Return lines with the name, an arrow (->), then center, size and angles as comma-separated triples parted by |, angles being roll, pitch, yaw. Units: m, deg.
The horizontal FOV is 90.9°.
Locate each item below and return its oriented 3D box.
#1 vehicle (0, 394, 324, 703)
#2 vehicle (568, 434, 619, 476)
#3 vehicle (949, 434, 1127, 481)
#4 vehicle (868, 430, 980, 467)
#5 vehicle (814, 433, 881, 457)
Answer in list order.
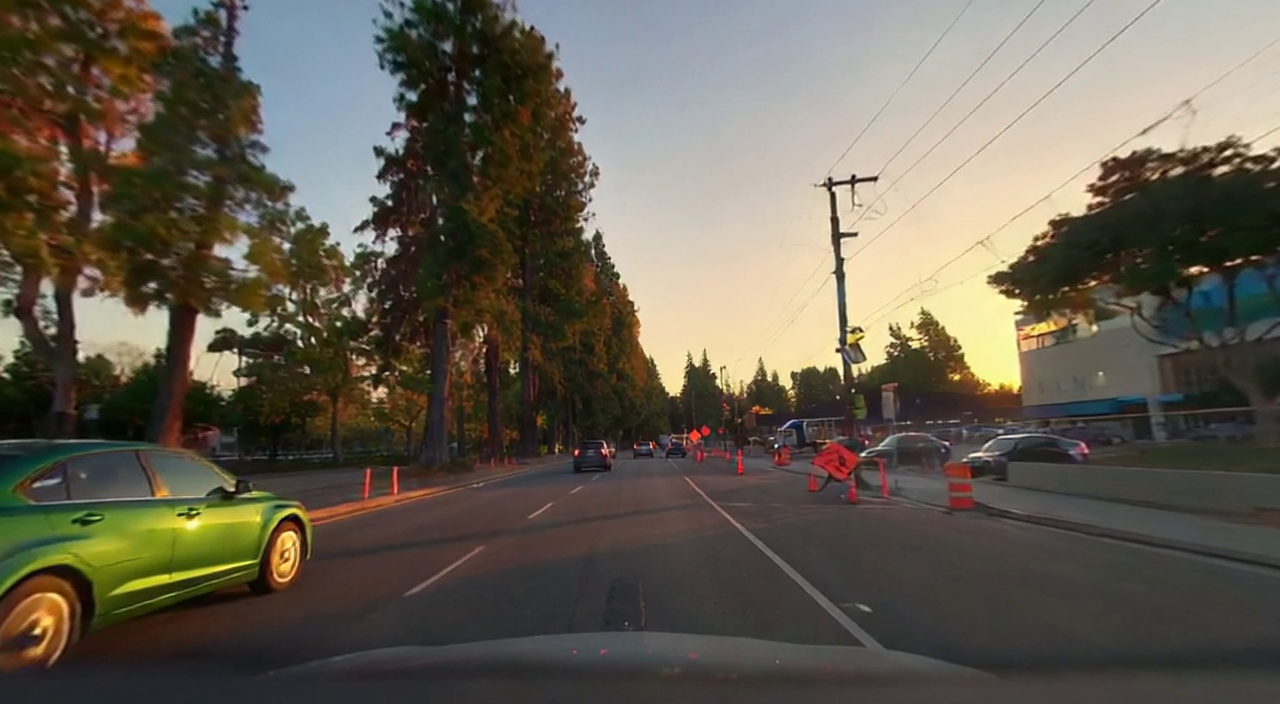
vehicle -> -3.937, 1.125, 3.999 | 1.856, 1.540, 3.733 | 0, -8, 1
vehicle -> -2.054, 4.508, 27.738 | 2.038, 1.682, 4.399 | 1, -8, -5
vehicle -> 13.453, 3.577, 21.705 | 4.835, 1.458, 1.934 | -3, -9, 23
vehicle -> 13.956, 4.737, 31.106 | 4.804, 1.695, 2.055 | -4, -9, 26
vehicle -> 15.871, 7.126, 48.348 | 1.874, 1.694, 4.535 | 7, -11, -39
